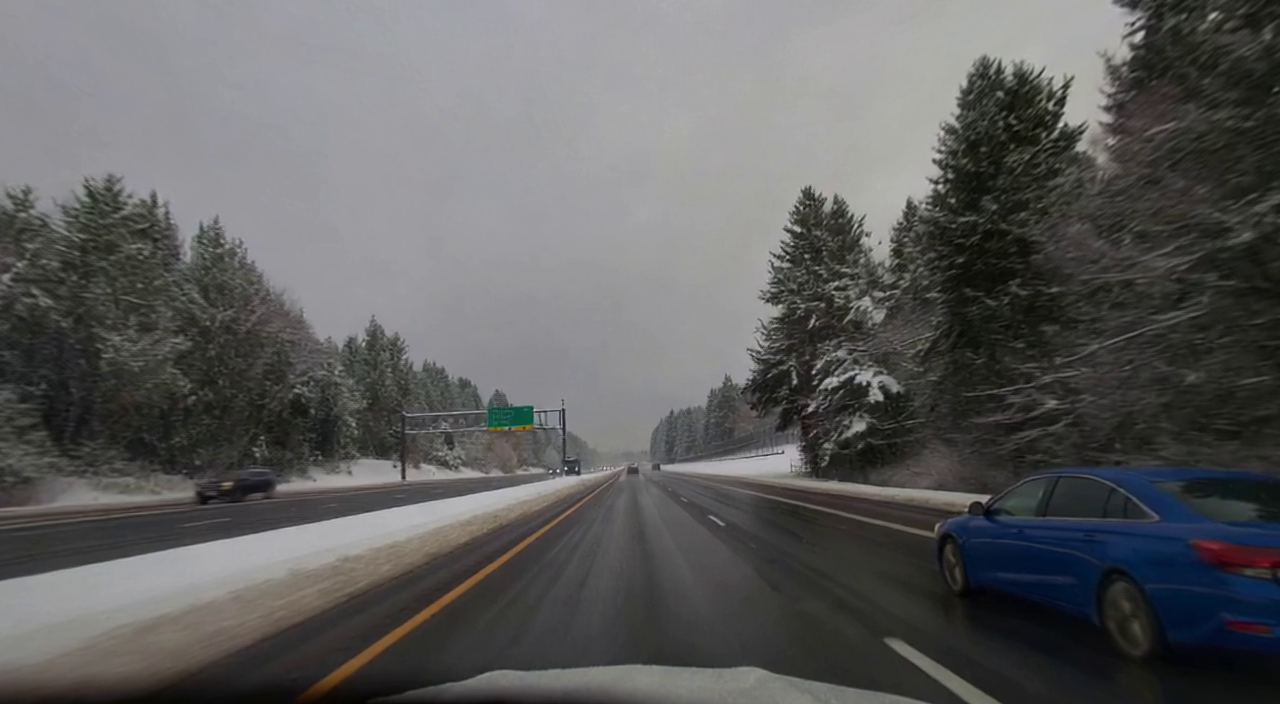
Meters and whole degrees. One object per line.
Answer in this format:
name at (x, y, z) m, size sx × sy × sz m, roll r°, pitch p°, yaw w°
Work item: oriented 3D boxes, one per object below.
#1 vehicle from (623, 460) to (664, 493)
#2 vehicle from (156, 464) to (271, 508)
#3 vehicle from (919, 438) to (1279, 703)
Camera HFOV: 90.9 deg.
vehicle at (0.125, 6.604, 33.550) m, size 2.037 × 1.605 × 3.833 m, roll 1°, pitch -11°, yaw -1°
vehicle at (-16.263, 5.116, 24.264) m, size 1.883 × 1.480 × 3.539 m, roll 1°, pitch -11°, yaw -1°
vehicle at (4.109, 1.541, 4.942) m, size 1.938 × 1.494 × 4.032 m, roll 1°, pitch -11°, yaw -1°
